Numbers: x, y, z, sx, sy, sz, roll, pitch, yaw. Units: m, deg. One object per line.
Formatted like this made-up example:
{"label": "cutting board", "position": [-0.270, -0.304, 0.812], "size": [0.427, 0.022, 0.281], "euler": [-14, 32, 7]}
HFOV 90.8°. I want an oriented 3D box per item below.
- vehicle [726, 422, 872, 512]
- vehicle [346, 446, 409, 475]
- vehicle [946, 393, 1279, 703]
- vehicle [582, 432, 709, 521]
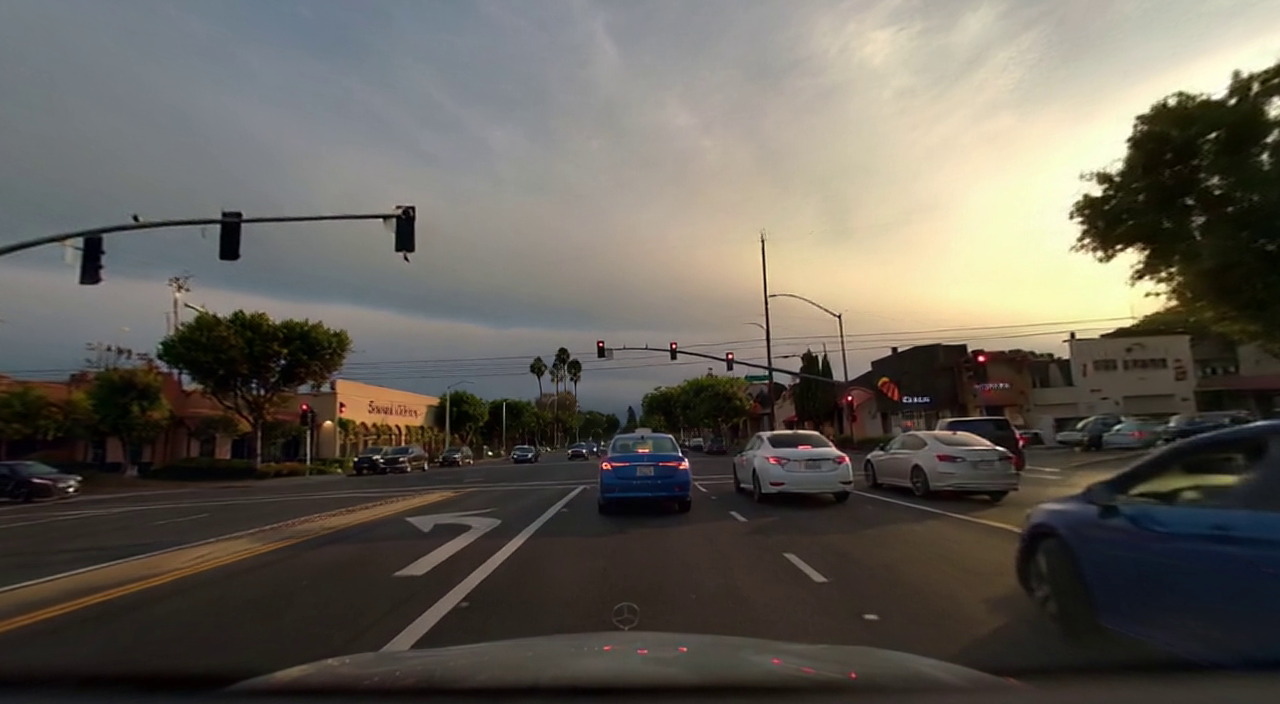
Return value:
{"label": "vehicle", "position": [3.251, 2.470, 14.018], "size": [1.973, 1.633, 4.717], "euler": [0, -8, -1]}
{"label": "vehicle", "position": [-18.683, 7.677, 45.230], "size": [2.324, 1.911, 5.610], "euler": [0, -8, -3]}
{"label": "vehicle", "position": [3.534, 0.963, 2.926], "size": [1.889, 1.473, 4.643], "euler": [0, -8, 0]}
{"label": "vehicle", "position": [0.056, 2.402, 12.731], "size": [2.135, 1.468, 4.076], "euler": [0, -8, -1]}
